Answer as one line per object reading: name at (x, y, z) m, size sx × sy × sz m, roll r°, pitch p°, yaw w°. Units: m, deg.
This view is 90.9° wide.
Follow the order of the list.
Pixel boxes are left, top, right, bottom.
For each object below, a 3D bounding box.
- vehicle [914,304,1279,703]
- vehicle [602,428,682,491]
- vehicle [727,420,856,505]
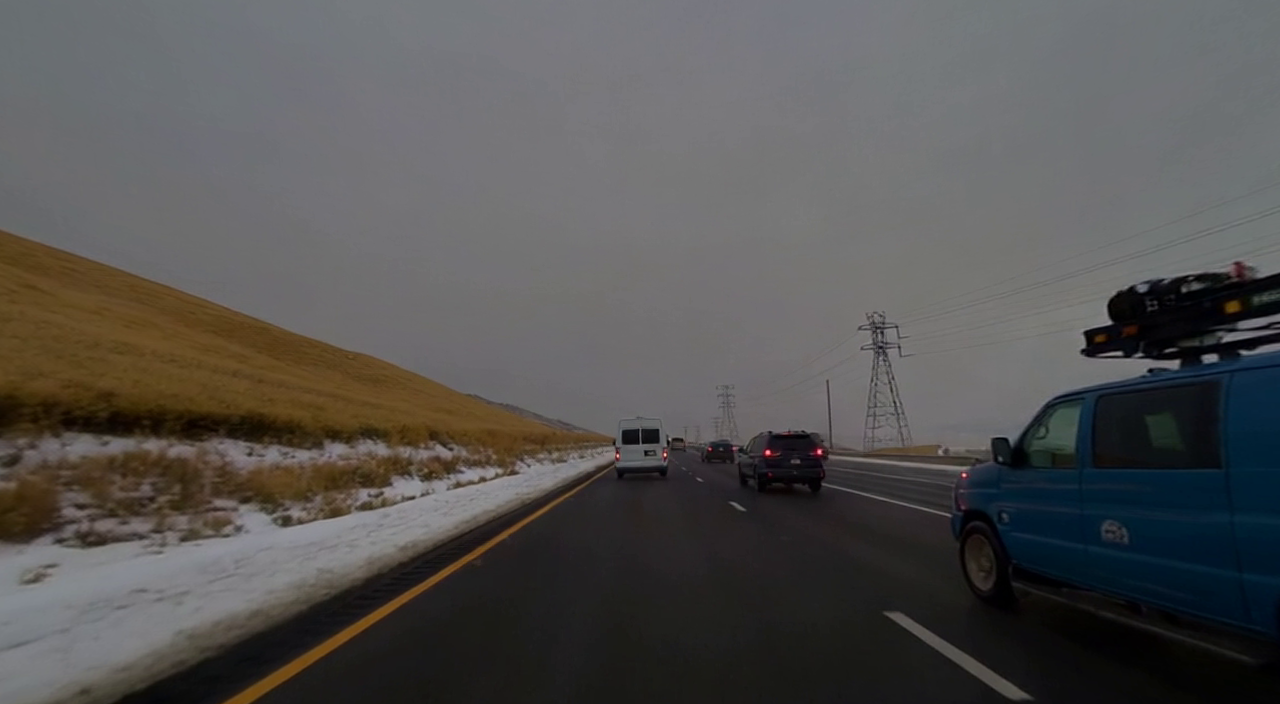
vehicle at (3.936, 0.821, 2.940) m, size 2.691 × 1.901 × 5.744 m, roll 0°, pitch -8°, yaw 0°
vehicle at (0.102, 3.396, 20.279) m, size 2.268 × 1.772 × 4.523 m, roll 0°, pitch -8°, yaw 1°
vehicle at (3.598, 2.723, 15.985) m, size 2.139 × 1.821 × 4.480 m, roll 0°, pitch -8°, yaw 0°
